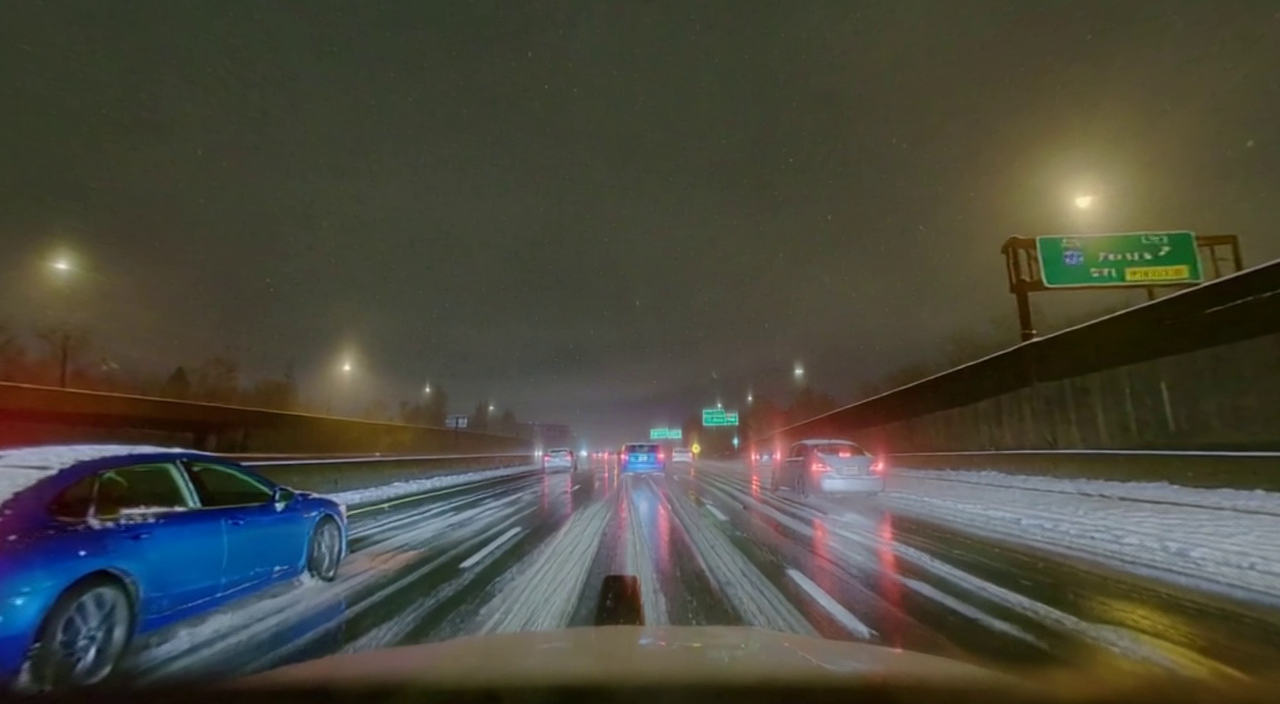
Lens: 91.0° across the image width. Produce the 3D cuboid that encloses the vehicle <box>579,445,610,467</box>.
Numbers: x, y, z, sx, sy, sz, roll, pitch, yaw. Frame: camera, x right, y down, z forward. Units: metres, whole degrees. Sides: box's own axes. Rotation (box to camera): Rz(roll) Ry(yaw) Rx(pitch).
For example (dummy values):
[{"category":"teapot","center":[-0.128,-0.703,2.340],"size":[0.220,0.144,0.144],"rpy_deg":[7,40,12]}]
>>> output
[{"category":"vehicle","center":[-3.344,7.714,46.878],"size":[1.969,1.480,4.077],"rpy_deg":[0,-9,1]}]

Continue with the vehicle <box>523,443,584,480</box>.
[{"category":"vehicle","center":[-3.756,4.838,28.113],"size":[2.031,1.491,4.145],"rpy_deg":[0,-9,1]}]

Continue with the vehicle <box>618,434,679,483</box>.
[{"category":"vehicle","center":[0.314,4.141,24.695],"size":[2.202,1.748,4.158],"rpy_deg":[0,-8,0]}]

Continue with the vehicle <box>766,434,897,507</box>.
[{"category":"vehicle","center":[4.882,3.073,16.803],"size":[2.055,1.656,4.370],"rpy_deg":[0,-9,-1]}]

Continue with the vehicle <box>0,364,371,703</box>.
[{"category":"vehicle","center":[-3.900,1.093,4.217],"size":[2.160,1.639,4.431],"rpy_deg":[0,-9,1]}]
